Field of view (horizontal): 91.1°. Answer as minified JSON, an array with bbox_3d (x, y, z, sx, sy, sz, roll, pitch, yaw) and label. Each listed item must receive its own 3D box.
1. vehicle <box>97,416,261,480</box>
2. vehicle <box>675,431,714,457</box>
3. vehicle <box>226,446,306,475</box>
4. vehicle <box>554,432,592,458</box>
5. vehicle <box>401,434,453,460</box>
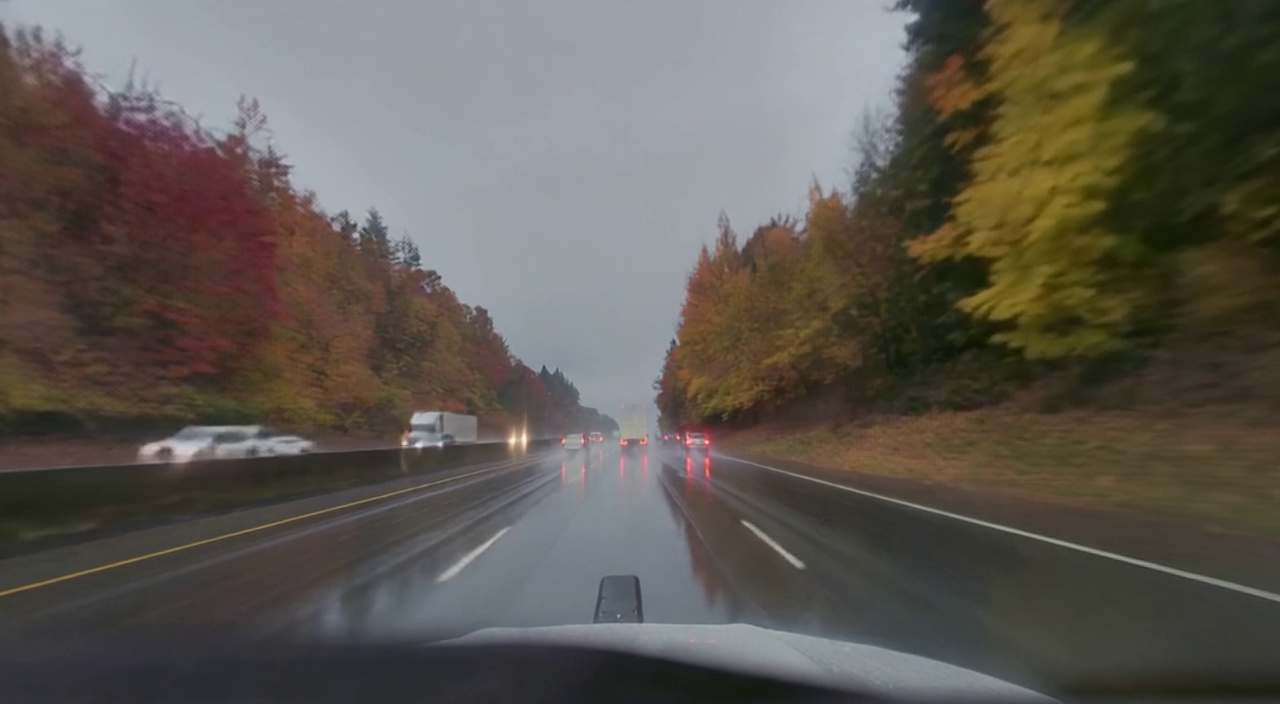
[{"bbox_3d":[-19.401,4.064,27.033,2.309,2.387,6.225,0,-8,0],"label":"vehicle"},{"bbox_3d":[3.312,5.685,38.815,1.882,1.492,3.958,0,-8,-2],"label":"vehicle"},{"bbox_3d":[-19.230,5.574,32.514,1.861,1.335,3.578,0,-8,1],"label":"vehicle"},{"bbox_3d":[-4.146,5.840,39.536,2.027,1.501,3.920,0,-8,-1],"label":"vehicle"},{"bbox_3d":[-13.099,5.838,38.950,1.824,1.492,3.954,0,-8,0],"label":"vehicle"}]
